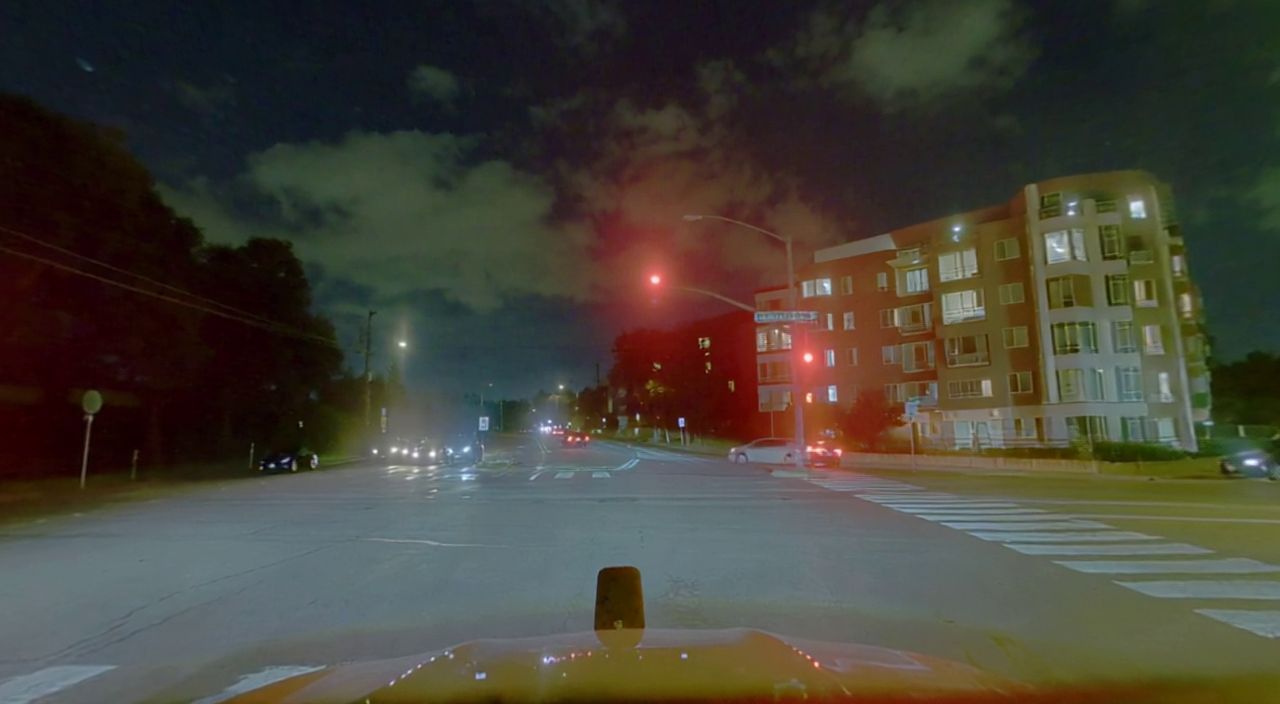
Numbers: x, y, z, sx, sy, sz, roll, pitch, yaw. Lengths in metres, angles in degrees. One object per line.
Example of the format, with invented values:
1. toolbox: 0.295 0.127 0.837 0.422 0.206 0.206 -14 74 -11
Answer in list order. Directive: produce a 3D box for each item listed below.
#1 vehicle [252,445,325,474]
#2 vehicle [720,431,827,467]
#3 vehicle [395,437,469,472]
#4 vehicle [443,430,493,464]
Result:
1. vehicle: -21.075 6.453 38.107 1.981 1.628 4.336 0 -9 -1
2. vehicle: 6.363 4.712 30.666 2.073 1.571 4.790 7 -11 -39
3. vehicle: -9.670 4.801 29.768 2.116 1.521 4.294 0 -9 -1
4. vehicle: -9.761 5.455 36.177 1.910 1.818 4.057 0 -9 -3
